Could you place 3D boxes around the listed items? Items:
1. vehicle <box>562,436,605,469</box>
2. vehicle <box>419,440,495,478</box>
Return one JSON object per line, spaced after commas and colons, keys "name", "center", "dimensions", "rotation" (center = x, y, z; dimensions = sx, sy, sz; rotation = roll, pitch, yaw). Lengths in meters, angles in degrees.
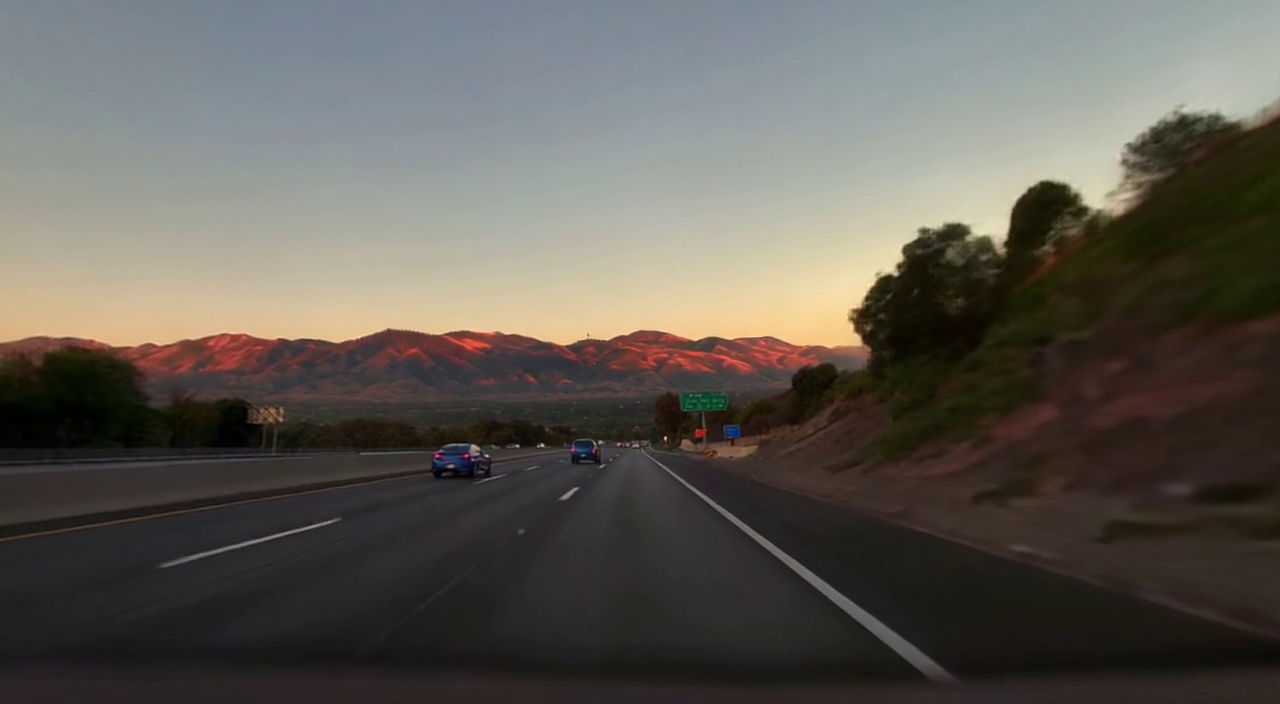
{"name": "vehicle", "center": [-3.207, 5.836, 36.765], "dimensions": [2.029, 1.753, 4.718], "rotation": [0, -8, 0]}
{"name": "vehicle", "center": [-7.767, 4.576, 27.291], "dimensions": [1.930, 1.508, 4.567], "rotation": [0, -8, 0]}
